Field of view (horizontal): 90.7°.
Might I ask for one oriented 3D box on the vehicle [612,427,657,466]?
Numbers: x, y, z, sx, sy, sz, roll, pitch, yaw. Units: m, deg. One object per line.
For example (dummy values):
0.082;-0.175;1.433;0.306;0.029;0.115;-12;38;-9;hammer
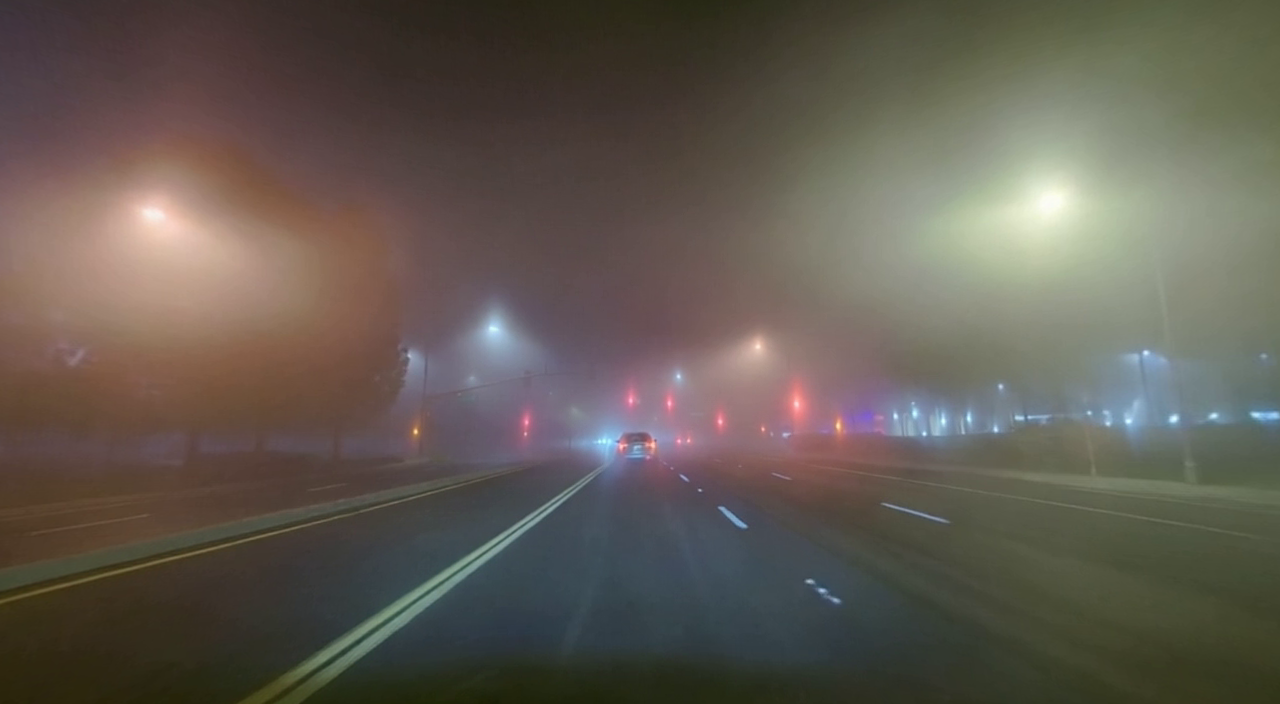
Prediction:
-0.299;5.074;34.017;2.267;1.926;4.708;0;-9;-1;vehicle
